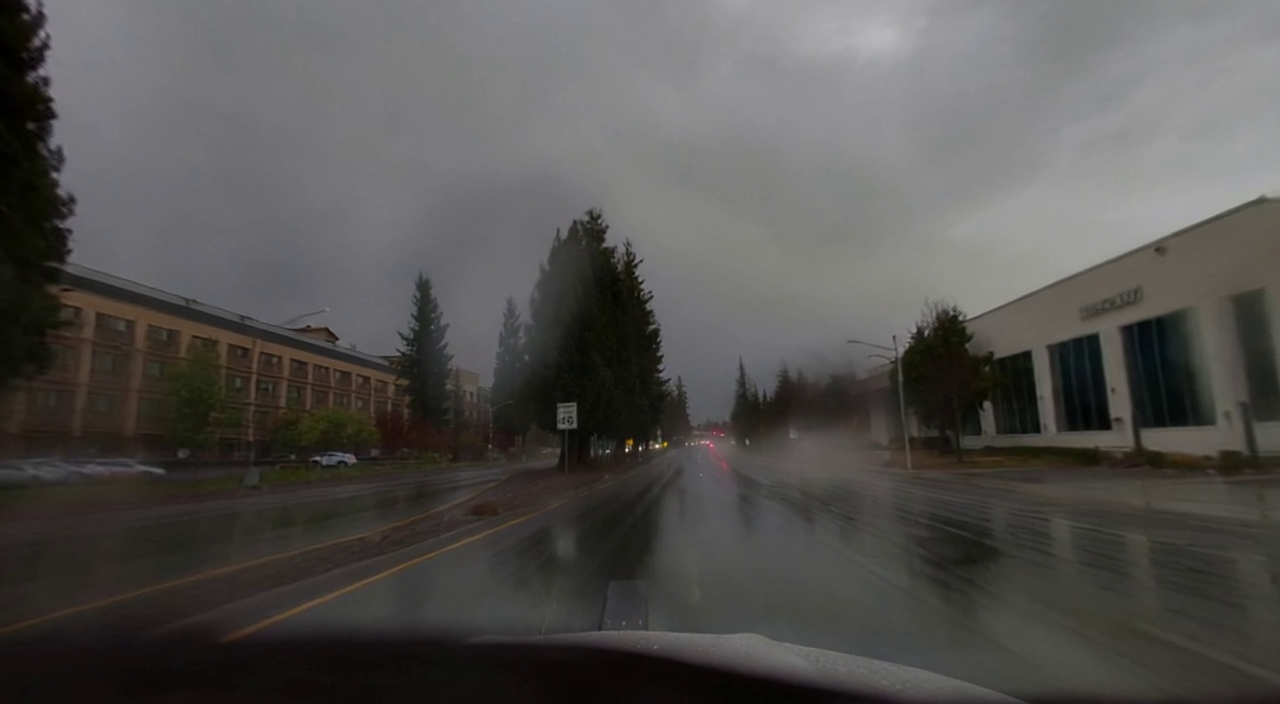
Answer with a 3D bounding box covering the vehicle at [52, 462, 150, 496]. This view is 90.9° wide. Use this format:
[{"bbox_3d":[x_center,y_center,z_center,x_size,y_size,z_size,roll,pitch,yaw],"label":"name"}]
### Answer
[{"bbox_3d":[-27.085,6.378,31.755,3.587,1.424,1.633,-4,-8,5],"label":"vehicle"}]
